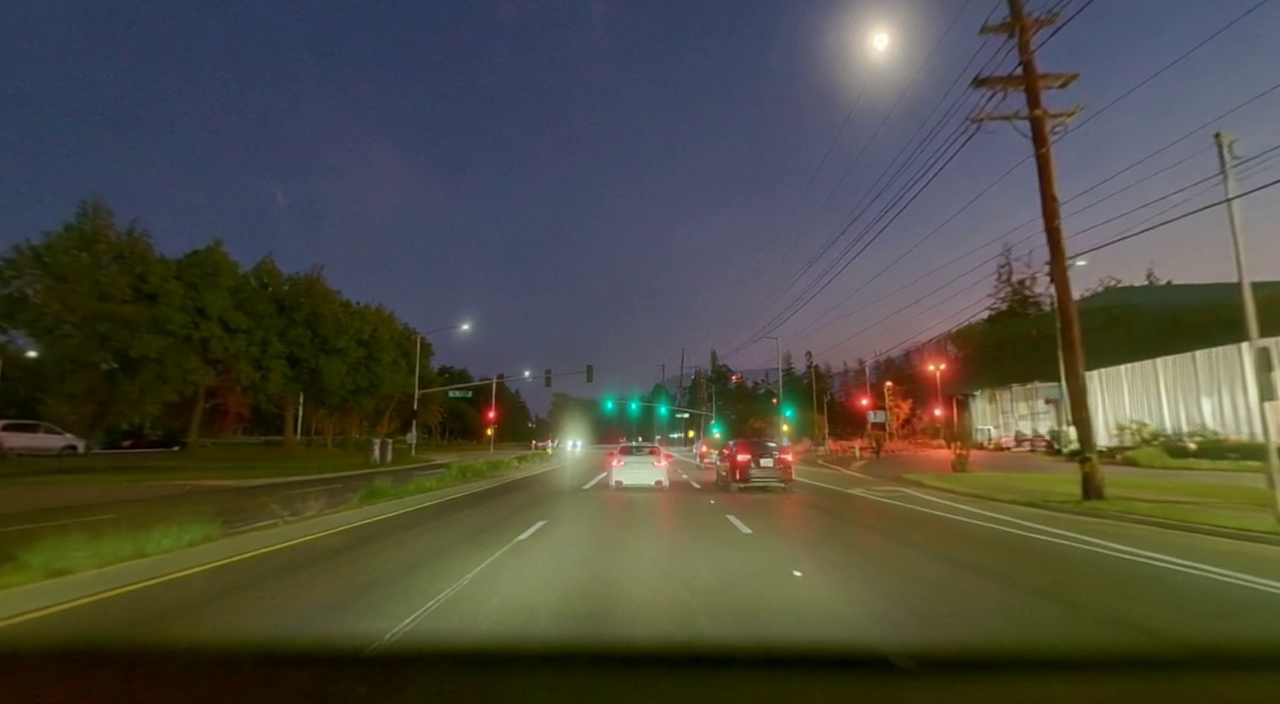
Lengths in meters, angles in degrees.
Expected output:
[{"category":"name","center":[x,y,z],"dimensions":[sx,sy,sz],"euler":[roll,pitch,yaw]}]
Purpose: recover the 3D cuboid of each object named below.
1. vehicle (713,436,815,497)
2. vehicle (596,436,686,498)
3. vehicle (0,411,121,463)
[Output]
[{"category":"vehicle","center":[3.319,3.138,17.688],"dimensions":[1.985,1.489,4.036],"euler":[0,-8,-1]},{"category":"vehicle","center":[-0.006,3.061,17.121],"dimensions":[2.144,1.473,4.028],"euler":[0,-8,-1]},{"category":"vehicle","center":[-29.030,4.071,29.892],"dimensions":[2.878,2.172,7.057],"euler":[0,-8,-2]}]
